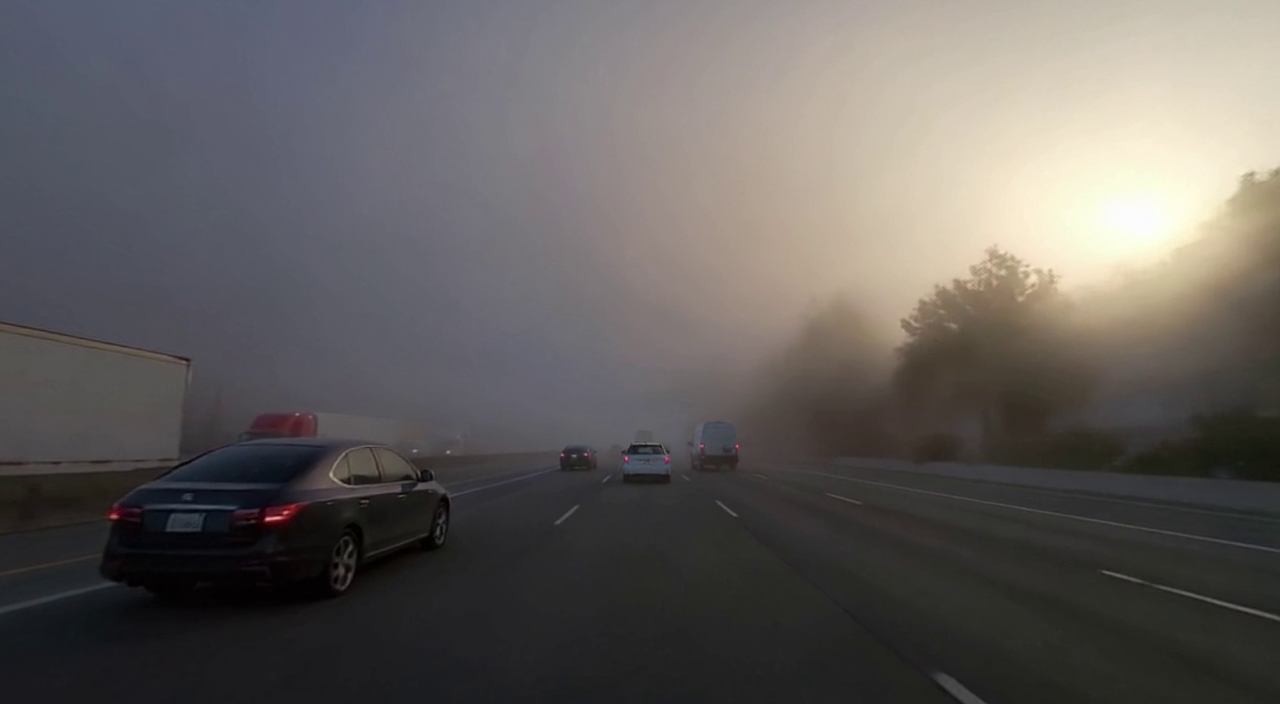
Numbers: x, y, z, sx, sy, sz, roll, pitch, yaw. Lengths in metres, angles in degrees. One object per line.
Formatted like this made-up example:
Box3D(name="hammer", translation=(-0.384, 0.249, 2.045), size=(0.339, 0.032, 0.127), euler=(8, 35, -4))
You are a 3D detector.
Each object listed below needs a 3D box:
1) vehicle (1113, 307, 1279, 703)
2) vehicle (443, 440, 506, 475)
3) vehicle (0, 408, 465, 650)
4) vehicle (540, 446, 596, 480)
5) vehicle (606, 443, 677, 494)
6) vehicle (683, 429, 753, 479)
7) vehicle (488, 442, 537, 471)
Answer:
Box3D(name="vehicle", translation=(3.362, 0.426, 0.236), size=(2.196, 1.773, 5.352), euler=(0, -9, 0))
Box3D(name="vehicle", translation=(-8.858, 5.689, 34.159), size=(2.187, 1.776, 4.518), euler=(0, -9, 0))
Box3D(name="vehicle", translation=(-3.400, 1.517, 6.411), size=(1.956, 1.602, 4.258), euler=(0, -9, 1))
Box3D(name="vehicle", translation=(-3.284, 5.179, 29.559), size=(2.062, 1.459, 4.365), euler=(0, -9, 1))
Box3D(name="vehicle", translation=(0.030, 3.684, 20.225), size=(2.053, 1.461, 3.941), euler=(0, -9, 0))
Box3D(name="vehicle", translation=(3.533, 4.801, 29.769), size=(2.460, 2.086, 5.576), euler=(0, -9, -1))
Box3D(name="vehicle", translation=(-8.269, 6.797, 41.168), size=(2.168, 1.749, 4.698), euler=(0, -9, 1))
